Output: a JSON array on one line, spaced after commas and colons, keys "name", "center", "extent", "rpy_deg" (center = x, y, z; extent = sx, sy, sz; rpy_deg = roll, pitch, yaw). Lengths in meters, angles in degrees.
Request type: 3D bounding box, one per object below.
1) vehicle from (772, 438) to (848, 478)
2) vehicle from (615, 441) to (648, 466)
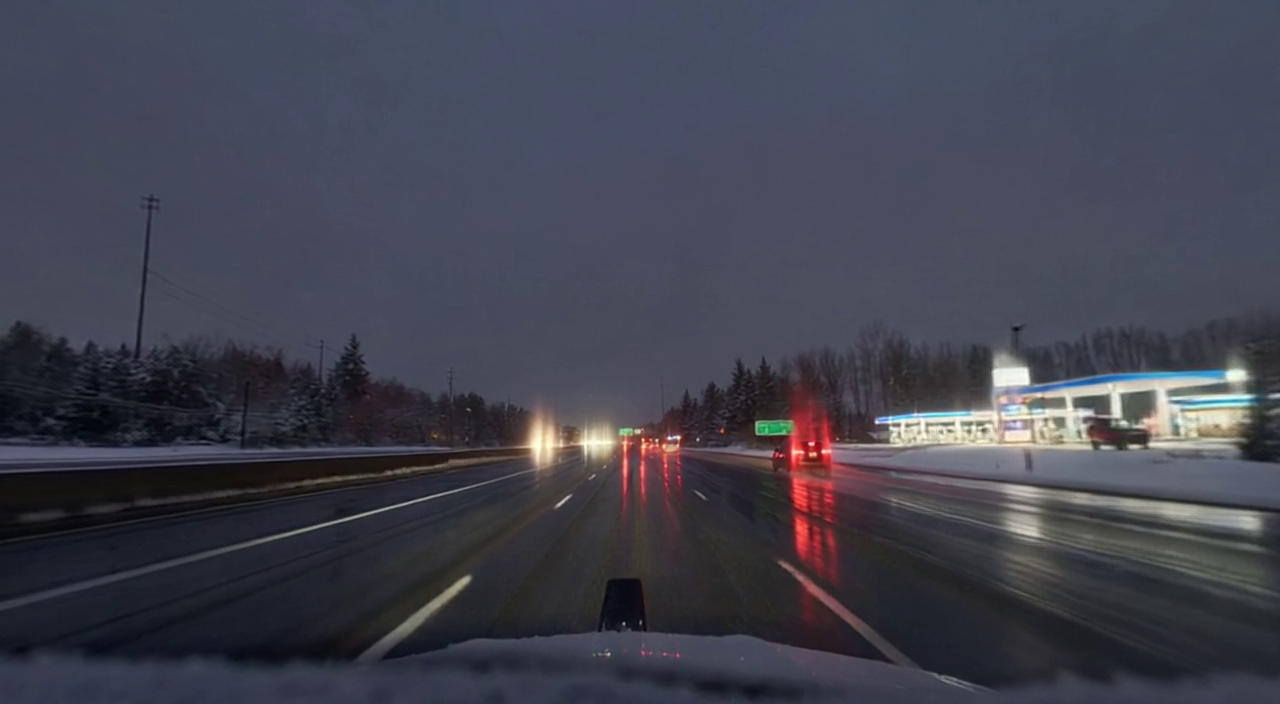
[{"name": "vehicle", "center": [6.692, 4.218, 25.336], "extent": [1.867, 1.463, 4.295], "rpy_deg": [0, -8, 0]}, {"name": "vehicle", "center": [-0.564, 6.373, 39.841], "extent": [1.999, 1.473, 4.351], "rpy_deg": [0, -8, -1]}]
